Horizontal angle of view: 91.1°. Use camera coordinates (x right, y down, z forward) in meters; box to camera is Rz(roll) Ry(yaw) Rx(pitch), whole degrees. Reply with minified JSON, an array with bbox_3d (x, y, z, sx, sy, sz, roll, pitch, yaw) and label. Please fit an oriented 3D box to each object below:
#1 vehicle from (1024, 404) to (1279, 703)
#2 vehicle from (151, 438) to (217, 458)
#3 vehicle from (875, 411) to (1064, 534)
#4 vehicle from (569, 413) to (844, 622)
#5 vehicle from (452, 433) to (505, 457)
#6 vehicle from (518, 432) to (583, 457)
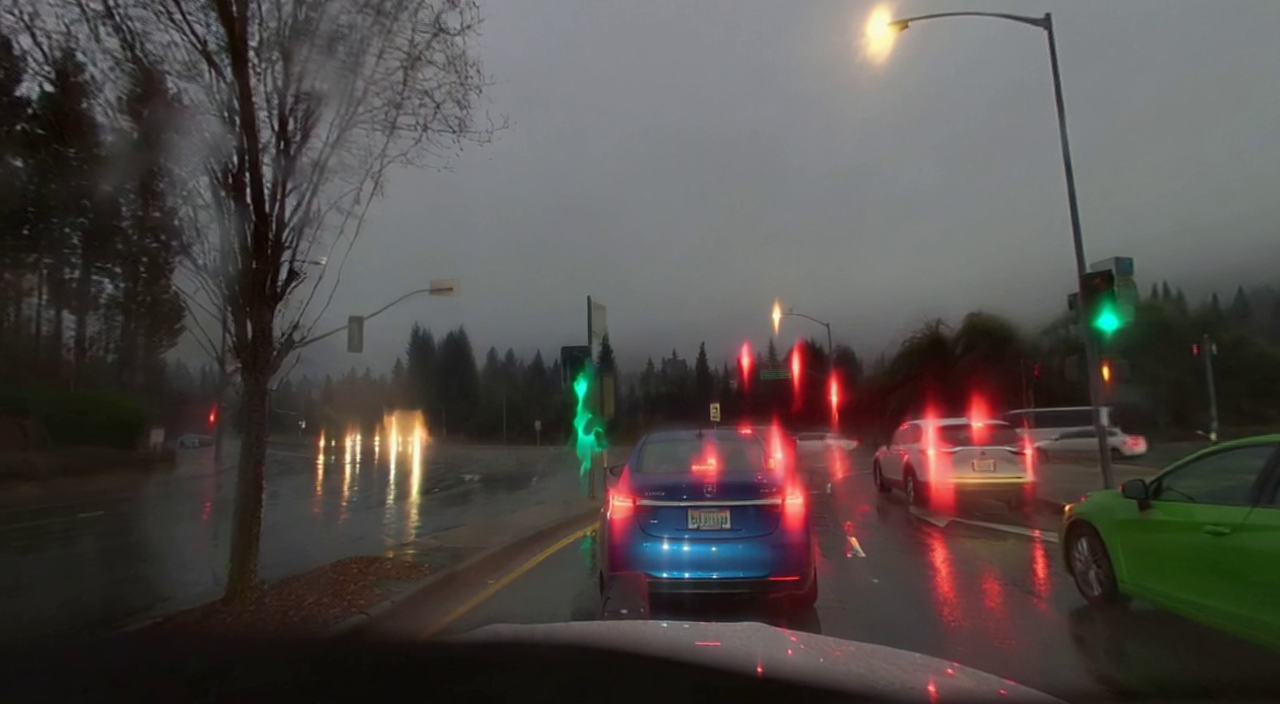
[{"bbox_3d":[4.249,1.057,3.366,1.954,1.508,4.441,-1,-8,6],"label":"vehicle"},{"bbox_3d":[-35.337,7.447,48.665,1.652,1.433,3.733,-7,-11,40],"label":"vehicle"},{"bbox_3d":[5.543,2.046,11.283,2.102,1.717,4.373,-2,-9,16],"label":"vehicle"},{"bbox_3d":[0.853,1.497,6.690,2.052,1.483,3.928,-2,-8,12],"label":"vehicle"},{"bbox_3d":[-12.456,7.117,48.199,1.972,1.705,4.457,8,-11,-43],"label":"vehicle"},{"bbox_3d":[-5.963,6.112,41.558,1.932,1.573,4.509,8,-12,-44],"label":"vehicle"}]
